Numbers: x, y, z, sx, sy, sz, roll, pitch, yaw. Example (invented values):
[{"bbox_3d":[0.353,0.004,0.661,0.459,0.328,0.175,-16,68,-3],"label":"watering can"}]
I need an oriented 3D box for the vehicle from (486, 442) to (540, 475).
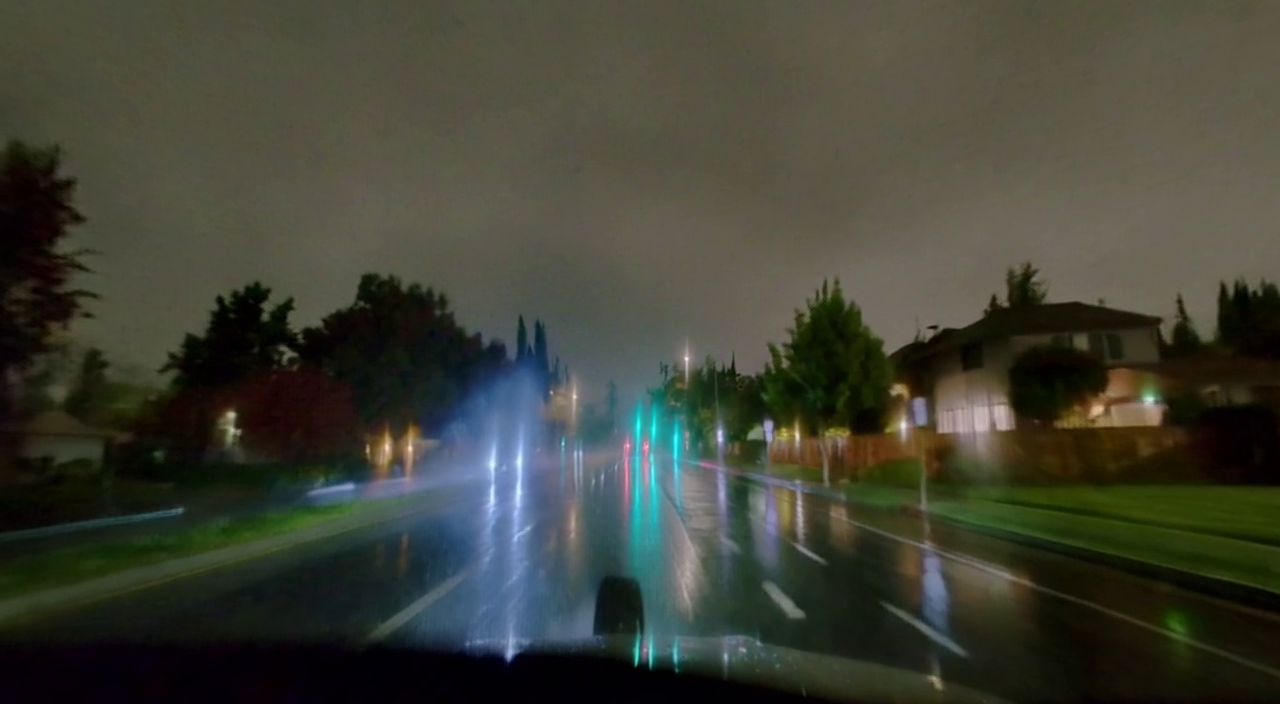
[{"bbox_3d":[-7.242,6.080,36.218,2.165,1.785,4.222,0,-8,1],"label":"vehicle"}]
